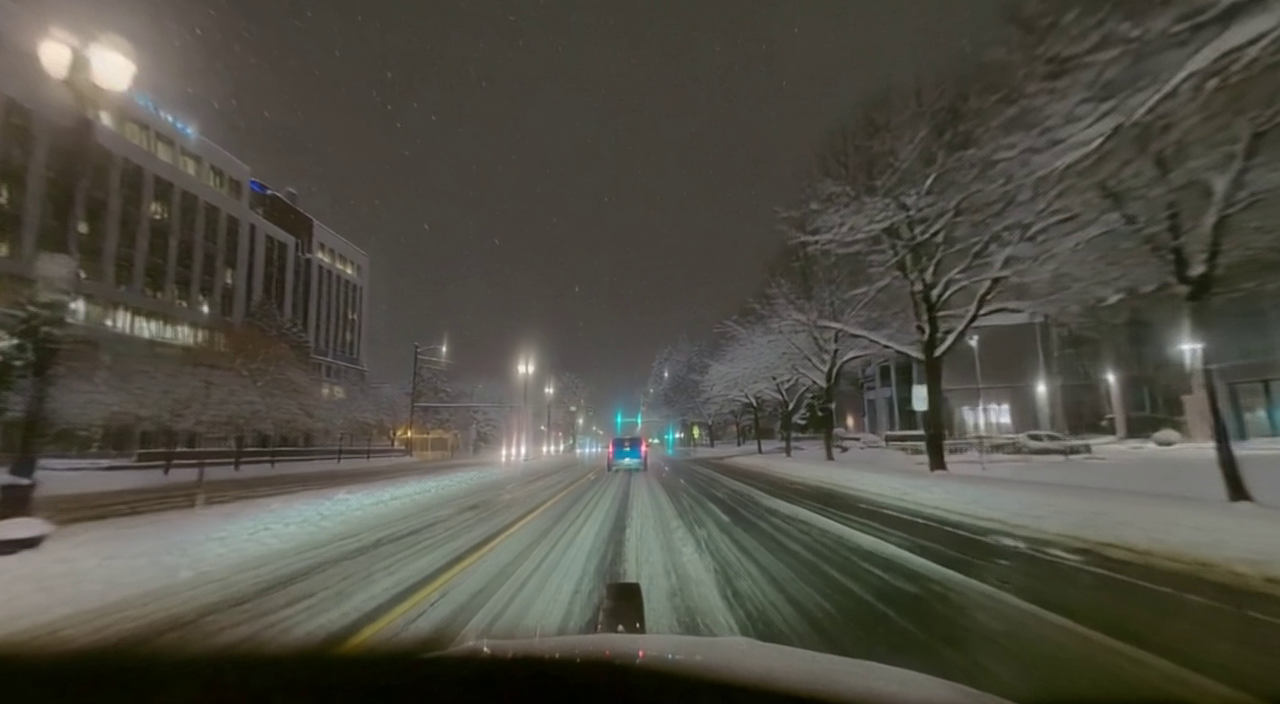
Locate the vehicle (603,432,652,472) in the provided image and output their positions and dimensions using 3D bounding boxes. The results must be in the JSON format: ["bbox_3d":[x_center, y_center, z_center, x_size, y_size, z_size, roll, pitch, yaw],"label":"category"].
[{"bbox_3d":[-0.614,5.027,32.024,2.313,1.860,4.319,0,-8,0],"label":"vehicle"}]
